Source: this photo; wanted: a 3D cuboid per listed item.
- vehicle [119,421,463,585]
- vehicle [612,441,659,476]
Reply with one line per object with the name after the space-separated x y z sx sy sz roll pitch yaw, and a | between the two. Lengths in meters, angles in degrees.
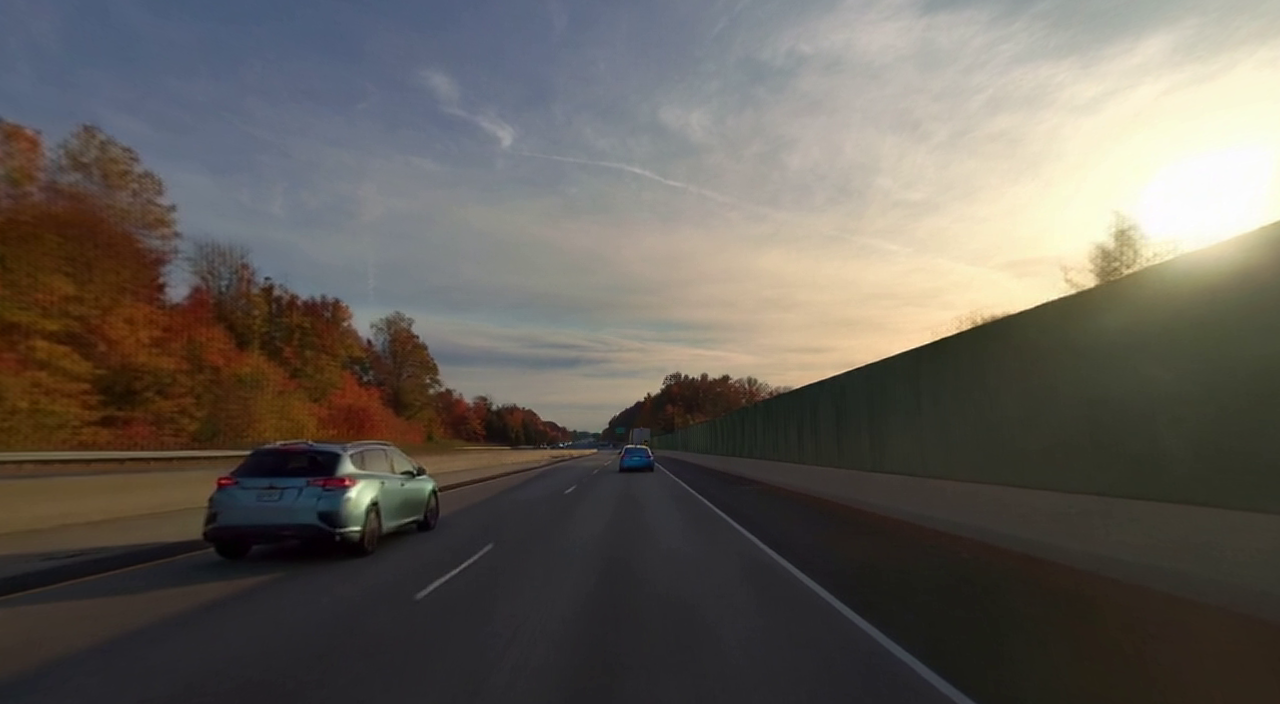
-3.900 1.736 8.107 2.054 1.536 4.128 0 -8 0 | vehicle
-0.240 4.920 29.434 2.057 1.516 4.065 0 -8 -1 | vehicle
